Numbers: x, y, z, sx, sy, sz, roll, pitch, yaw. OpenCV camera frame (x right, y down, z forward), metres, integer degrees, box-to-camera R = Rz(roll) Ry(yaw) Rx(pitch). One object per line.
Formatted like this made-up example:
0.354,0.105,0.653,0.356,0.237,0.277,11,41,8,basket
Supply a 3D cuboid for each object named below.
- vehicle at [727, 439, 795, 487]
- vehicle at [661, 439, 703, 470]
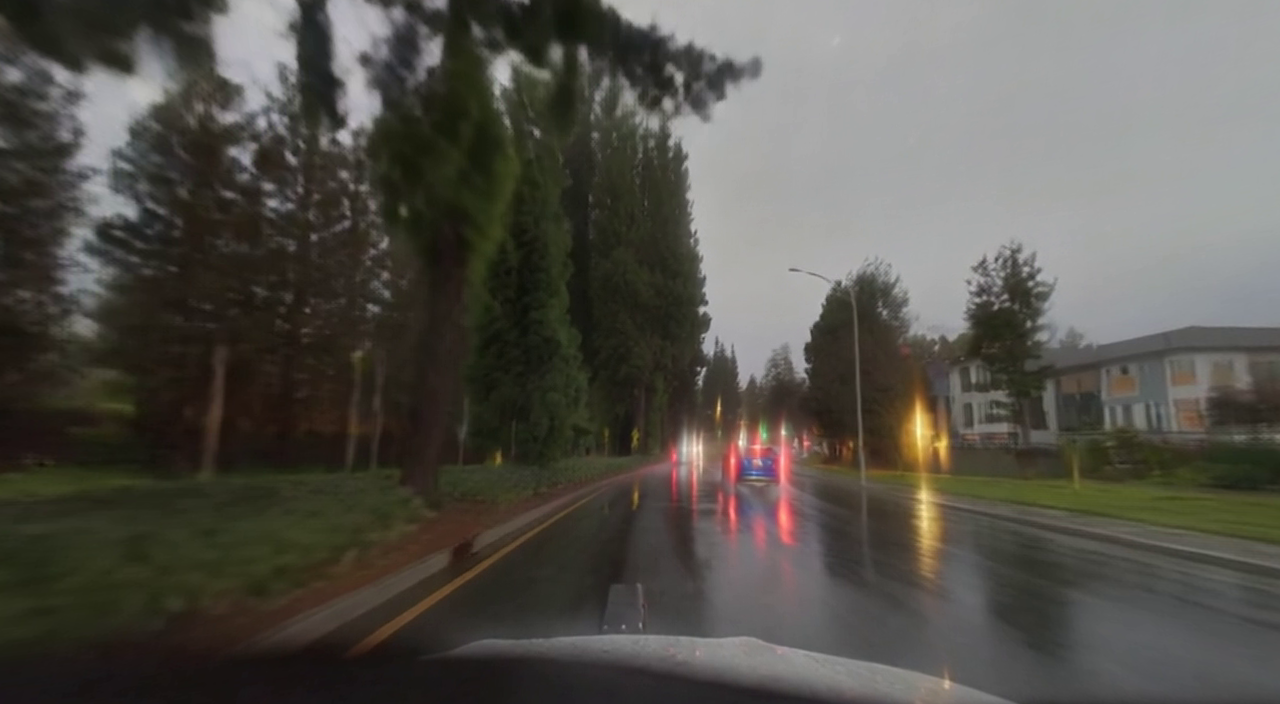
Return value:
4.520,4.197,24.142,1.971,1.663,4.287,-1,-8,3,vehicle
2.726,6.406,39.491,2.251,1.822,4.391,-1,-8,8,vehicle
